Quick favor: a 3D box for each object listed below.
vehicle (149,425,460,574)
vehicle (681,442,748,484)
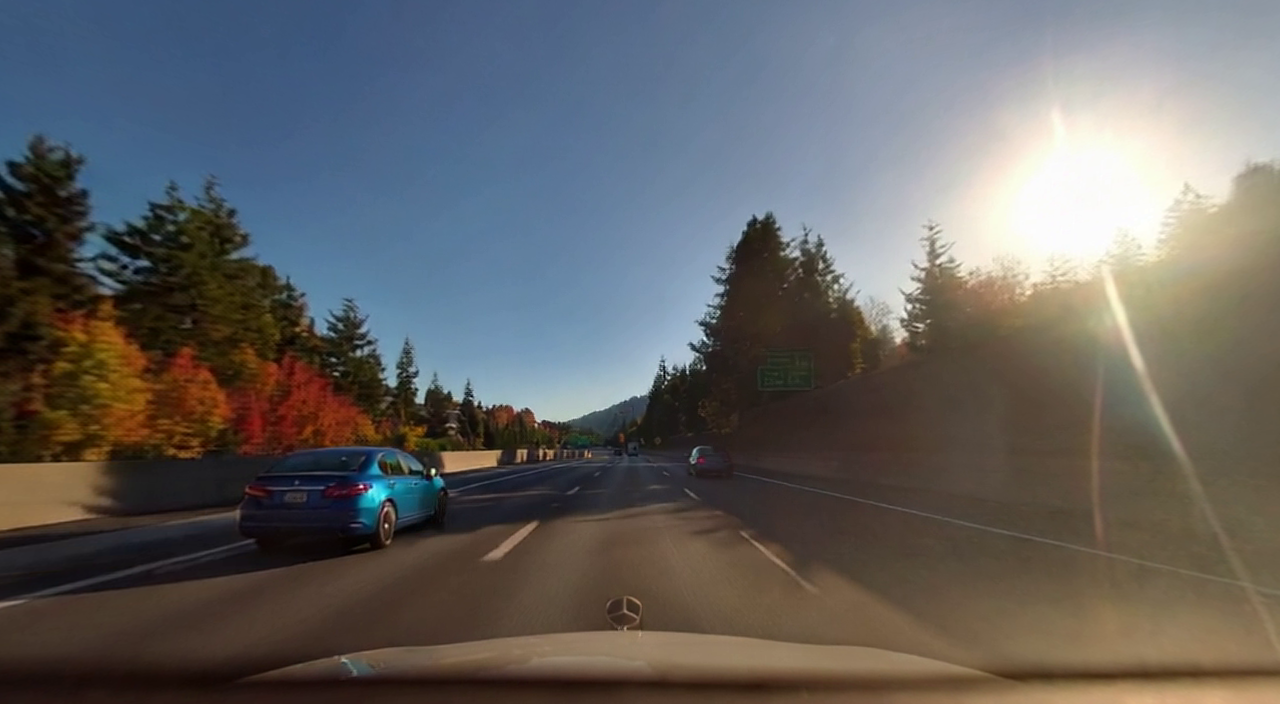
[{"bbox_3d":[-4.201,1.904,8.947,2.010,1.550,4.376,0,-9,0],"label":"vehicle"},{"bbox_3d":[3.037,4.651,26.704,2.146,1.573,4.661,0,-9,-1],"label":"vehicle"}]
